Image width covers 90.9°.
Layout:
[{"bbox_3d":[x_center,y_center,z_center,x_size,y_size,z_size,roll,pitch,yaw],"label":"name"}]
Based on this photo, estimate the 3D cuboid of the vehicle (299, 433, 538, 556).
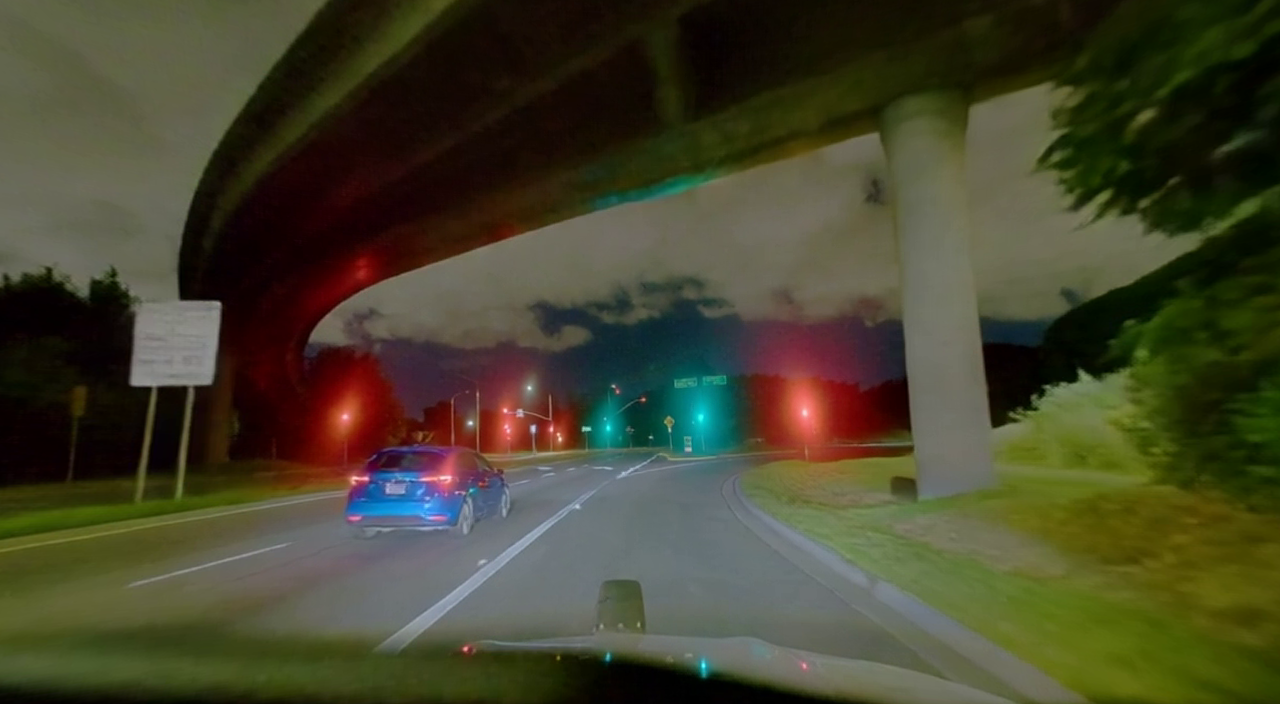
[{"bbox_3d":[-3.049,2.076,9.940,1.963,1.460,4.614,0,-9,2],"label":"vehicle"}]
